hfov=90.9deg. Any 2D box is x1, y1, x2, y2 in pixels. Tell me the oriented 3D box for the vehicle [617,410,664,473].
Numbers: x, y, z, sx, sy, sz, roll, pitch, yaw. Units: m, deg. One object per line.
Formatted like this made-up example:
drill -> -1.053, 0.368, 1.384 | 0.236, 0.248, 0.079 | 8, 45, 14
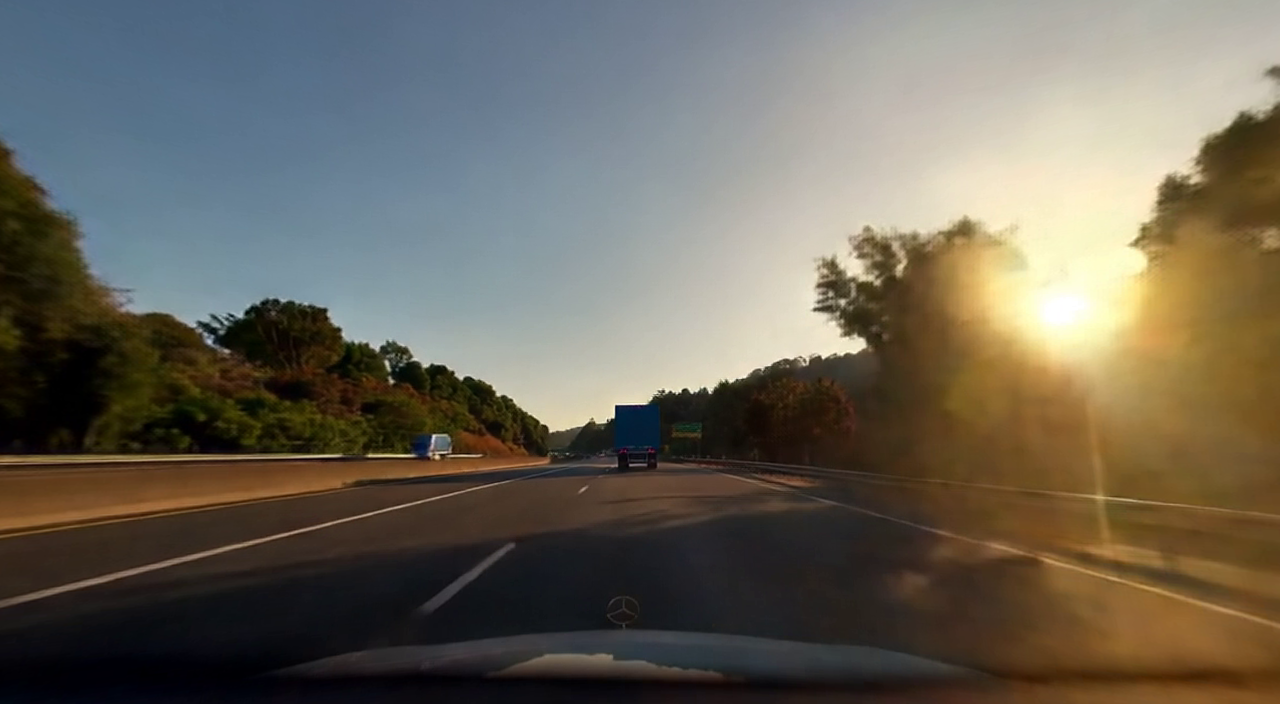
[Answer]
vehicle -> -0.017, 6.468, 45.120 | 2.982, 3.947, 11.075 | 0, -9, 0
